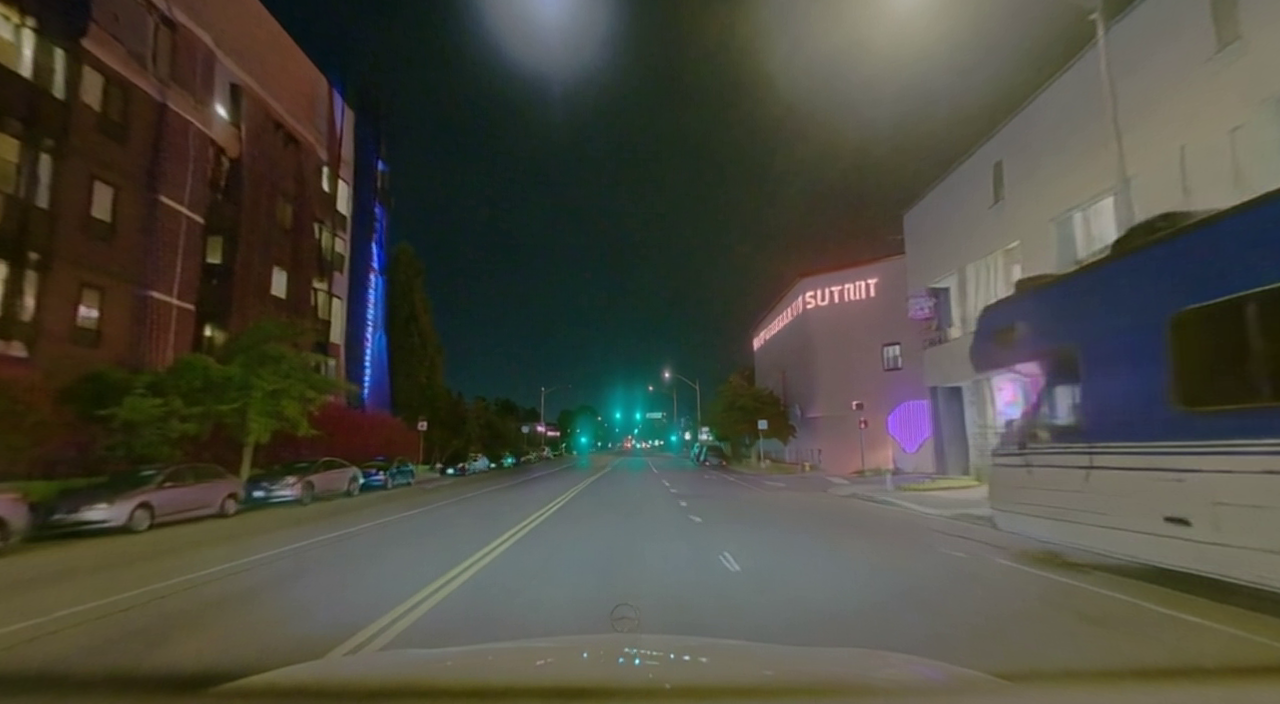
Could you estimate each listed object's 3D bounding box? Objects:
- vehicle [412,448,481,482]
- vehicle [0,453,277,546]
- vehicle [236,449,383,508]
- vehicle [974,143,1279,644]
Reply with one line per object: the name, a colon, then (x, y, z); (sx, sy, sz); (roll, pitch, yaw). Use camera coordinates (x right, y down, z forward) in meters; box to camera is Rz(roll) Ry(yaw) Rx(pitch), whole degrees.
vehicle: (-10.136, 5.933, 33.575); (1.995, 1.564, 5.321); (0, -8, 0)
vehicle: (-10.021, 2.899, 13.189); (1.959, 1.451, 4.990); (0, -8, -1)
vehicle: (-10.024, 3.827, 19.703); (1.918, 1.535, 4.834); (-1, -8, 1)
vehicle: (6.078, 0.106, 3.189); (3.102, 3.473, 9.734); (0, -8, -2)
